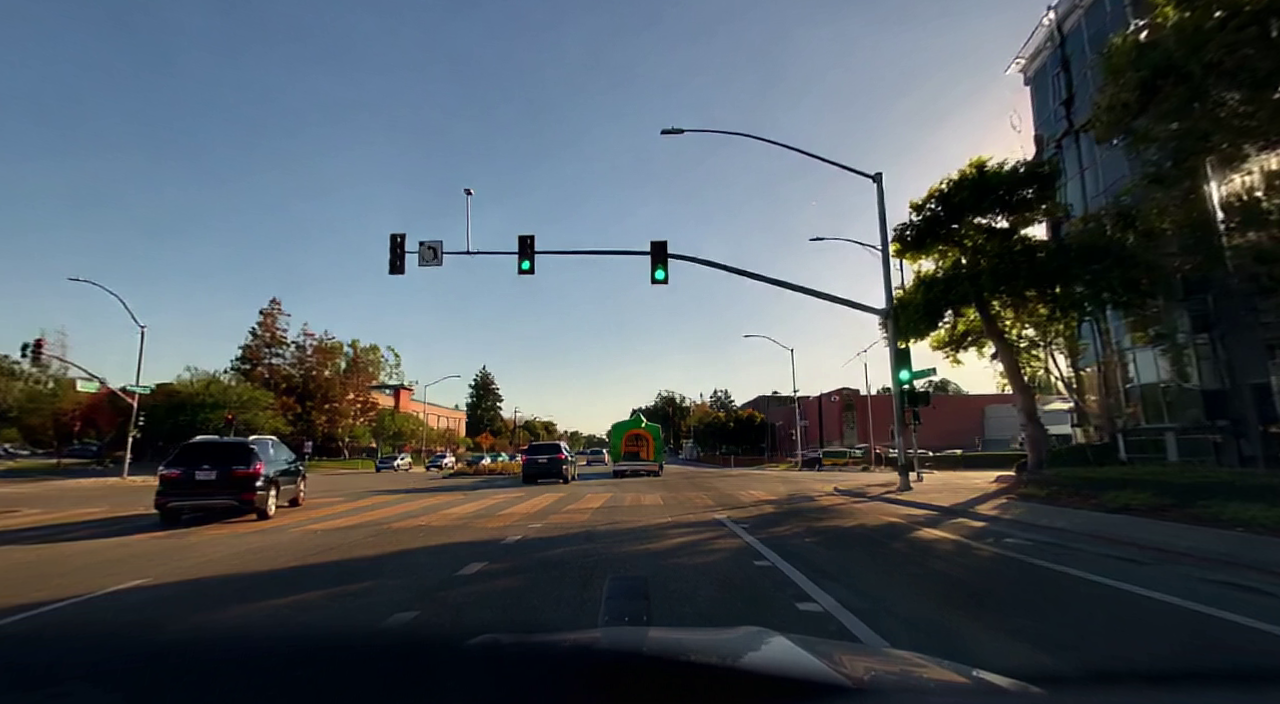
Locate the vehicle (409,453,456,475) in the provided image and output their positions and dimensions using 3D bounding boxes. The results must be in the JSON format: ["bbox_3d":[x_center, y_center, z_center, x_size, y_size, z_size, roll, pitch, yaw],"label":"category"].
[{"bbox_3d":[-16.365,8.830,49.971,2.022,1.442,4.853,-4,-9,1],"label":"vehicle"}]

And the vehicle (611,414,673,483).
[{"bbox_3d":[-0.032,5.180,34.095,2.843,3.120,10.422,0,-8,-1],"label":"vehicle"}]

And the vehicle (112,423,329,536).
[{"bbox_3d":[-7.911,2.402,12.513,2.021,1.798,4.346,2,-9,-12],"label":"vehicle"}]

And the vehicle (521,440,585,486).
[{"bbox_3d":[-3.728,4.825,27.884,2.184,1.830,4.890,0,-8,0],"label":"vehicle"}]
